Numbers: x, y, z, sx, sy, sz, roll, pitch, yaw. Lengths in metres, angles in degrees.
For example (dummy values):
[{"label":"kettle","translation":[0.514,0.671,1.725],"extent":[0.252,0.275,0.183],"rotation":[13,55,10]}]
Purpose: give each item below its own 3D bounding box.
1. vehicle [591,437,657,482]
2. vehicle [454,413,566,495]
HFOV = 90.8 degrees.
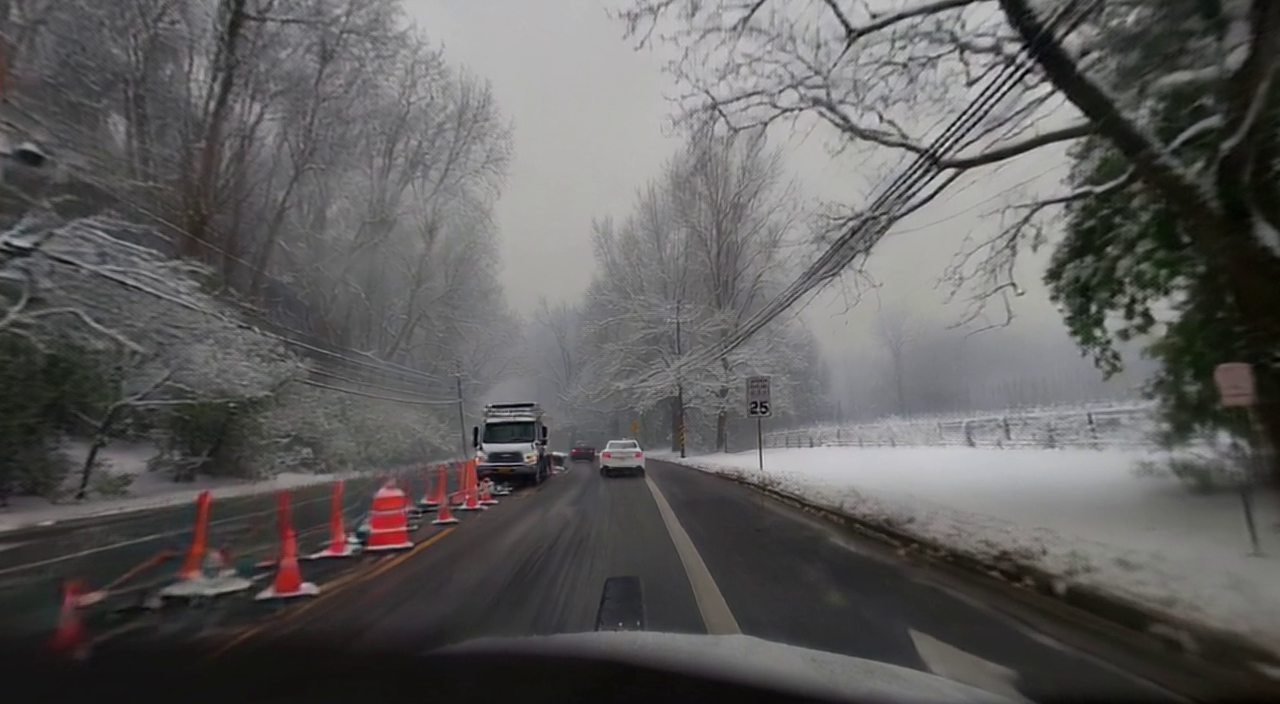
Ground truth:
[{"label":"vehicle","translation":[-0.634,3.901,23.250],"extent":[2.186,1.463,4.356],"rotation":[0,-8,-3]},{"label":"vehicle","translation":[-3.657,3.054,19.173],"extent":[2.671,2.053,6.074],"rotation":[1,-8,-6]}]
